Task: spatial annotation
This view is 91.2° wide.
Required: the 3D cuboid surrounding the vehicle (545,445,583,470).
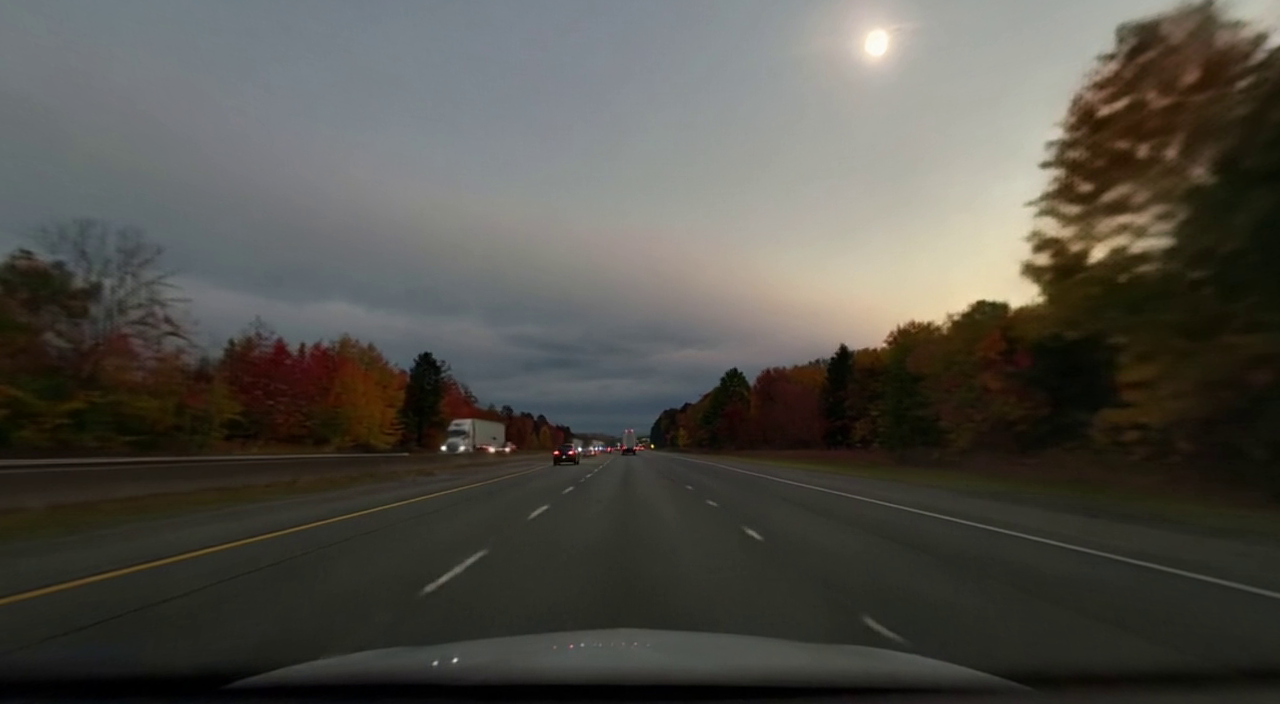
[{"bbox_3d":[-4.742,6.597,39.463,1.963,1.475,3.665,0,-9,-1],"label":"vehicle"}]
